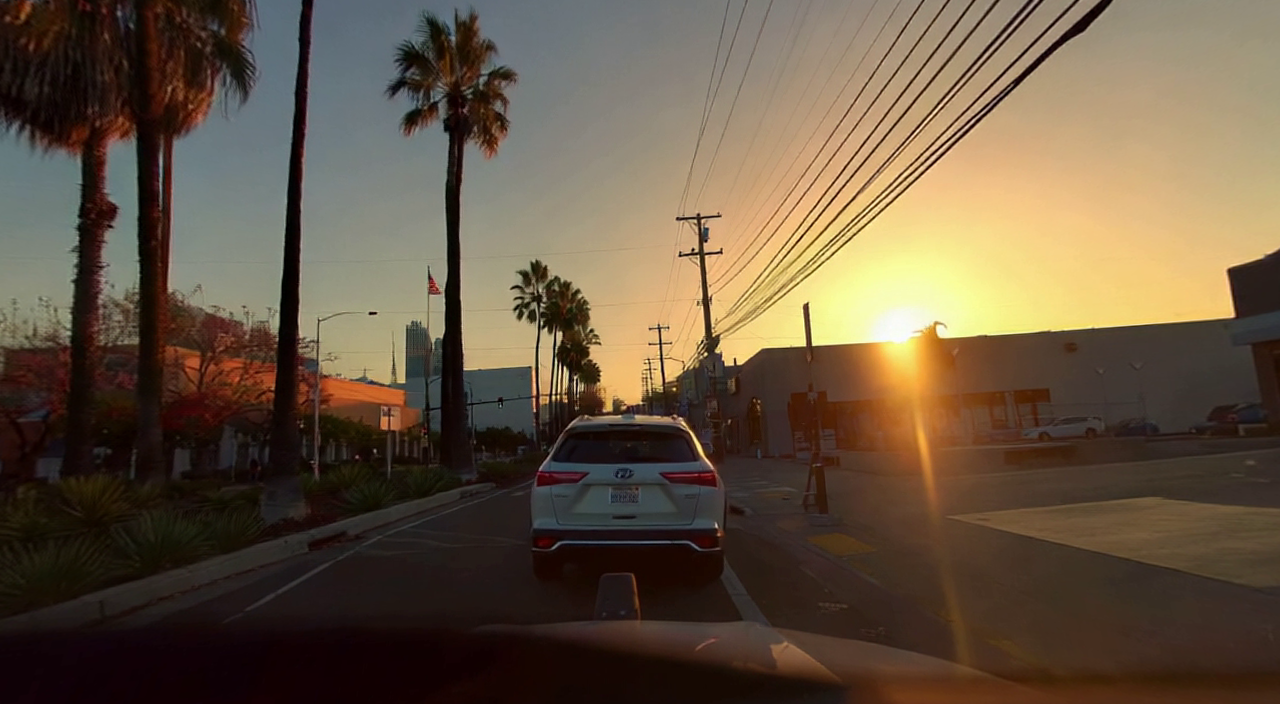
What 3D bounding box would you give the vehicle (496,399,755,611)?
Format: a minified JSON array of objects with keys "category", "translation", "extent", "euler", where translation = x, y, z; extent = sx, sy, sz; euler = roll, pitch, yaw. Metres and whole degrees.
[{"category":"vehicle","translation":[-0.201,1.517,7.107],"extent":[2.105,1.702,3.750],"euler":[0,-8,-3]}]
